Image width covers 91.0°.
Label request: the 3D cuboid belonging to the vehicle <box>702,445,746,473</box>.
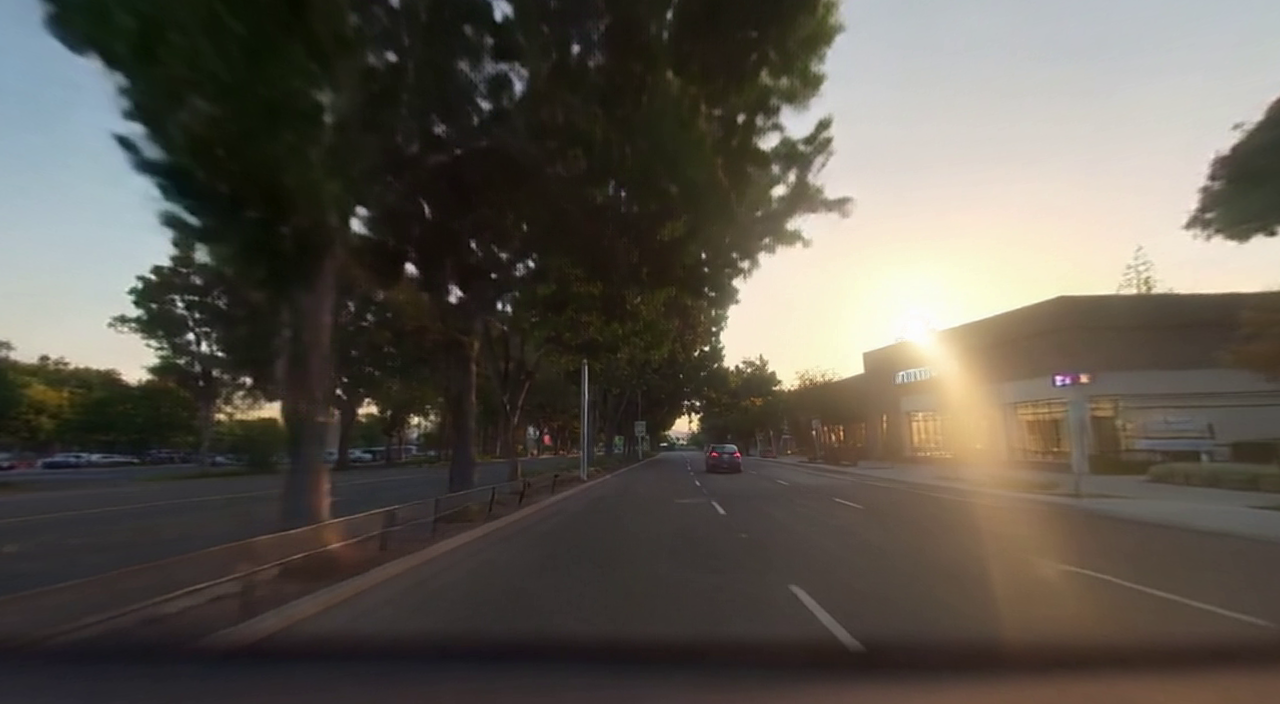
[{"bbox_3d":[4.744,6.122,36.298,2.015,1.479,4.444,0,-9,1],"label":"vehicle"}]
